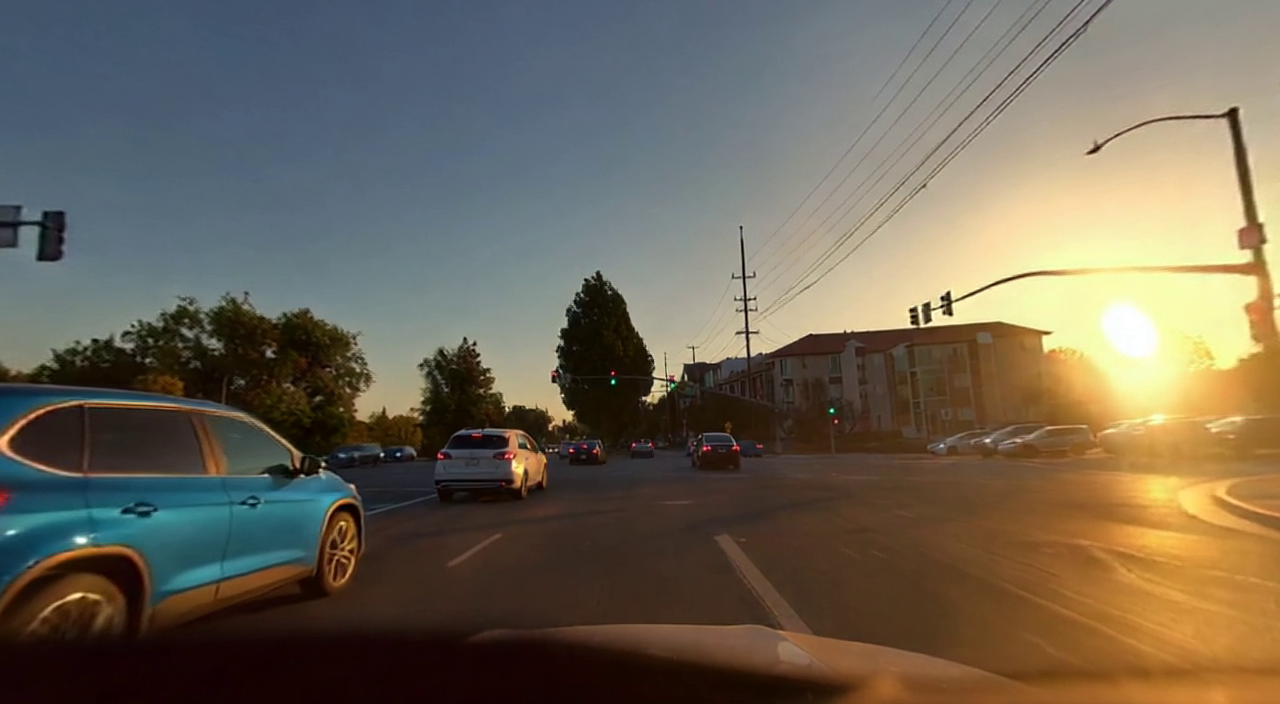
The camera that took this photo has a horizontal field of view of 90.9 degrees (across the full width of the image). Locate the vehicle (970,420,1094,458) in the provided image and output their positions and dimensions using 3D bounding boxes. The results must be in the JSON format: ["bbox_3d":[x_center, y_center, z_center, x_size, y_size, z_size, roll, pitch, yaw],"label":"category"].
[{"bbox_3d":[19.724,4.401,31.820,5.033,1.802,1.928,1,-8,-5],"label":"vehicle"}]

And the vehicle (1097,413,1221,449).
[{"bbox_3d":[26.236,4.010,31.973,4.439,1.748,2.037,0,-8,1],"label":"vehicle"}]

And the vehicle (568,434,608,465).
[{"bbox_3d":[-2.958,5.652,36.595,1.900,1.677,4.128,0,-8,2],"label":"vehicle"}]

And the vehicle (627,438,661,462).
[{"bbox_3d":[0.260,6.506,42.101,2.185,1.515,4.215,0,-8,1],"label":"vehicle"}]

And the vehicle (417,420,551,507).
[{"bbox_3d":[-3.467,2.562,14.963,1.958,1.744,4.315,0,-8,2],"label":"vehicle"}]

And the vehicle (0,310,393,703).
[{"bbox_3d":[-3.382,0.918,3.582,2.127,1.754,4.287,0,-8,1],"label":"vehicle"}]

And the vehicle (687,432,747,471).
[{"bbox_3d":[3.565,4.709,30.037,2.201,1.734,4.564,0,-8,-1],"label":"vehicle"}]
